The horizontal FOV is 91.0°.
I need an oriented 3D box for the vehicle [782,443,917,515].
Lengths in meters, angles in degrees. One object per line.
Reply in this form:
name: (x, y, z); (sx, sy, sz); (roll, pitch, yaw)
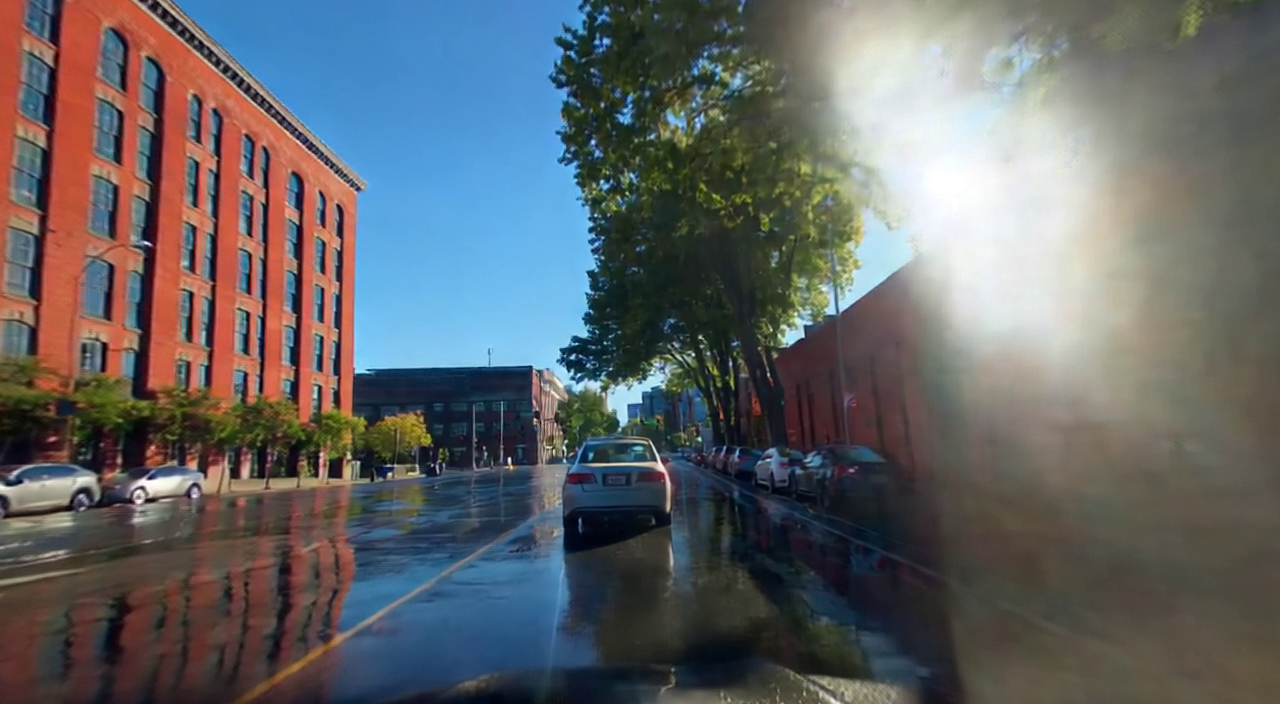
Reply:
vehicle: (4.918, 3.012, 15.455); (1.832, 1.491, 4.054); (1, -9, -1)

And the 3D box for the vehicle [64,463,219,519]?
vehicle: (-18.013, 5.002, 23.110); (2.011, 1.727, 4.449); (1, -9, 0)

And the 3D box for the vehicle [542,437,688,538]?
vehicle: (-0.383, 2.399, 11.754); (2.230, 1.518, 4.113); (0, -9, 0)

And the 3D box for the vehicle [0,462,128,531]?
vehicle: (-17.613, 4.068, 18.054); (1.909, 1.658, 4.559); (0, -9, 1)
